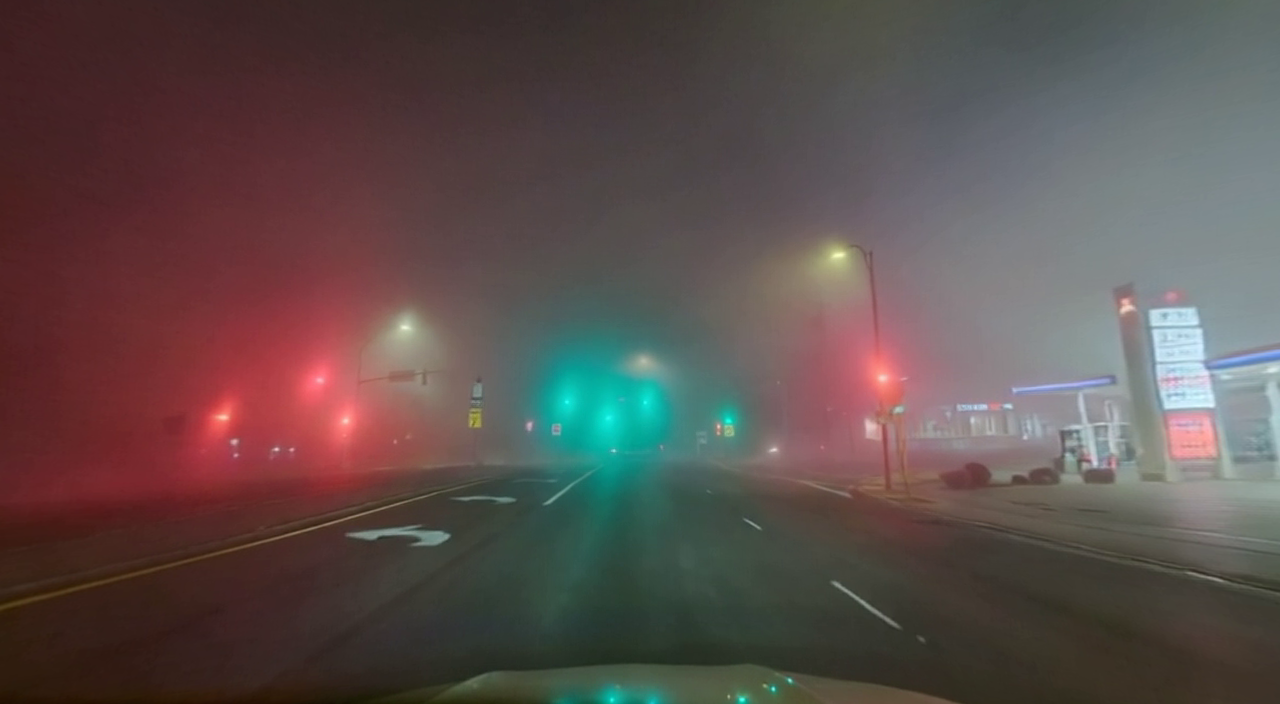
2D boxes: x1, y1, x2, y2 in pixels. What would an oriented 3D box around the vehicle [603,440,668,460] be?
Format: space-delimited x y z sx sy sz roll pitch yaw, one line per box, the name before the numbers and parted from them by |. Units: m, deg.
vehicle | -0.373 7.608 49.266 4.709 1.501 1.895 3 -9 -19
